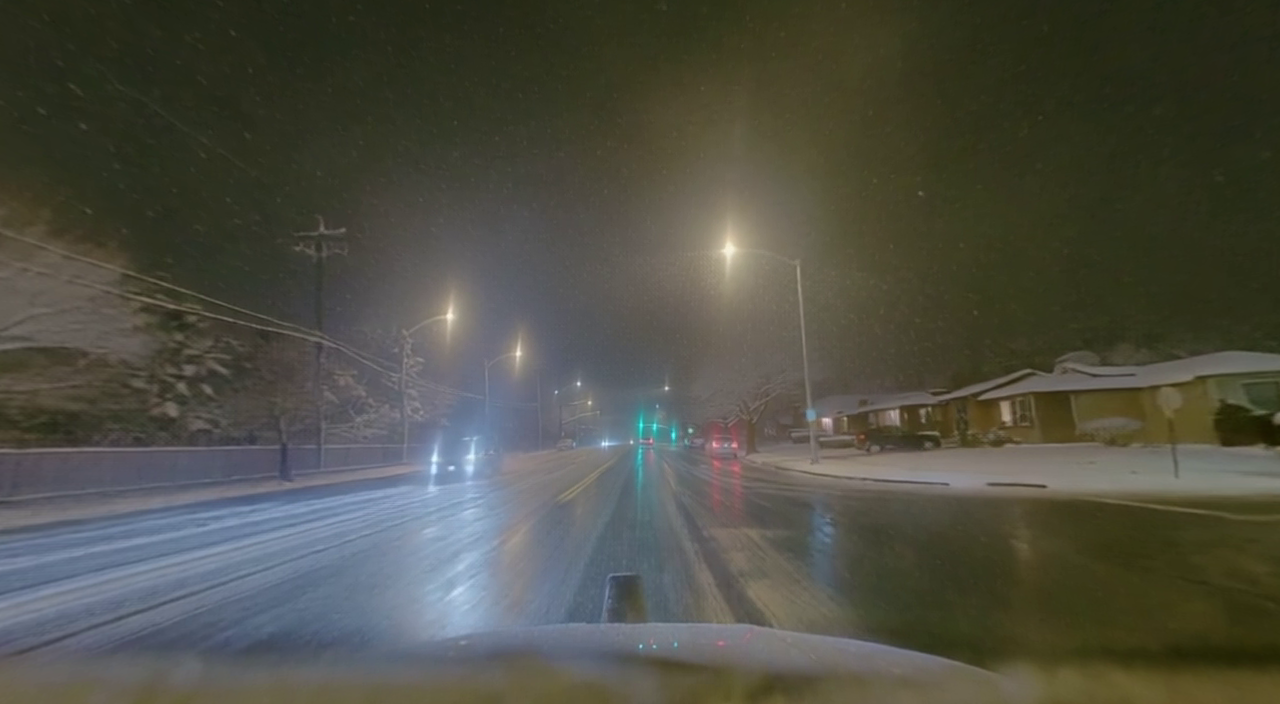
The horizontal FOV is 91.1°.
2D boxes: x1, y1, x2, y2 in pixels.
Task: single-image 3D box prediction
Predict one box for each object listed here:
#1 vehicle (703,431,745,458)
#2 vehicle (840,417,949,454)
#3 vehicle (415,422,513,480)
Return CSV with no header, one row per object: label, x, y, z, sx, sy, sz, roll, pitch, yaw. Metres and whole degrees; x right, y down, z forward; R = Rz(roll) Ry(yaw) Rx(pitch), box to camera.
vehicle,5.573,6.239,42.261,2.140,1.739,4.721,0,-8,0
vehicle,13.462,4.441,33.384,4.674,1.557,2.288,-3,-8,-5
vehicle,-7.485,4.323,27.634,2.413,2.267,6.252,0,-8,1
